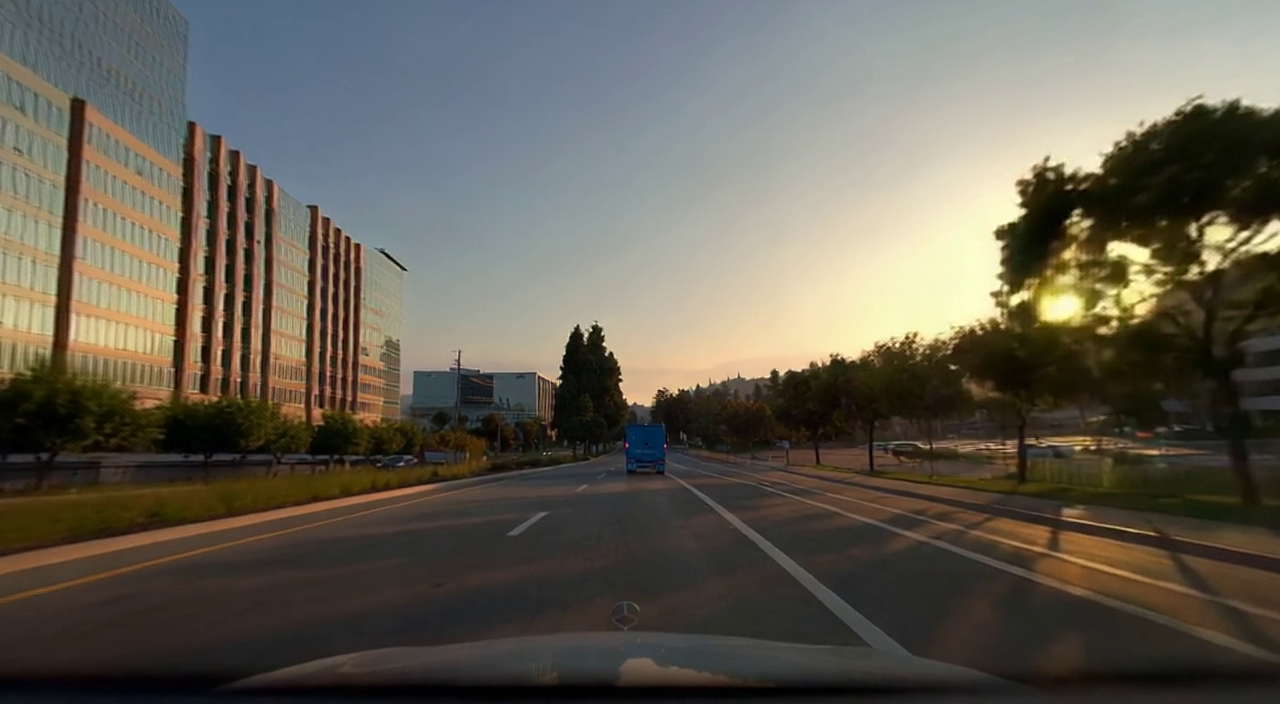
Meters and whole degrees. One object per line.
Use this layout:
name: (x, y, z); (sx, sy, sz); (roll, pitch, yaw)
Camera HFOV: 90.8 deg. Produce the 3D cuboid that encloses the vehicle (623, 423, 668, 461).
vehicle: (0.242, 4.746, 33.314); (2.178, 1.829, 4.932); (0, -9, -1)
